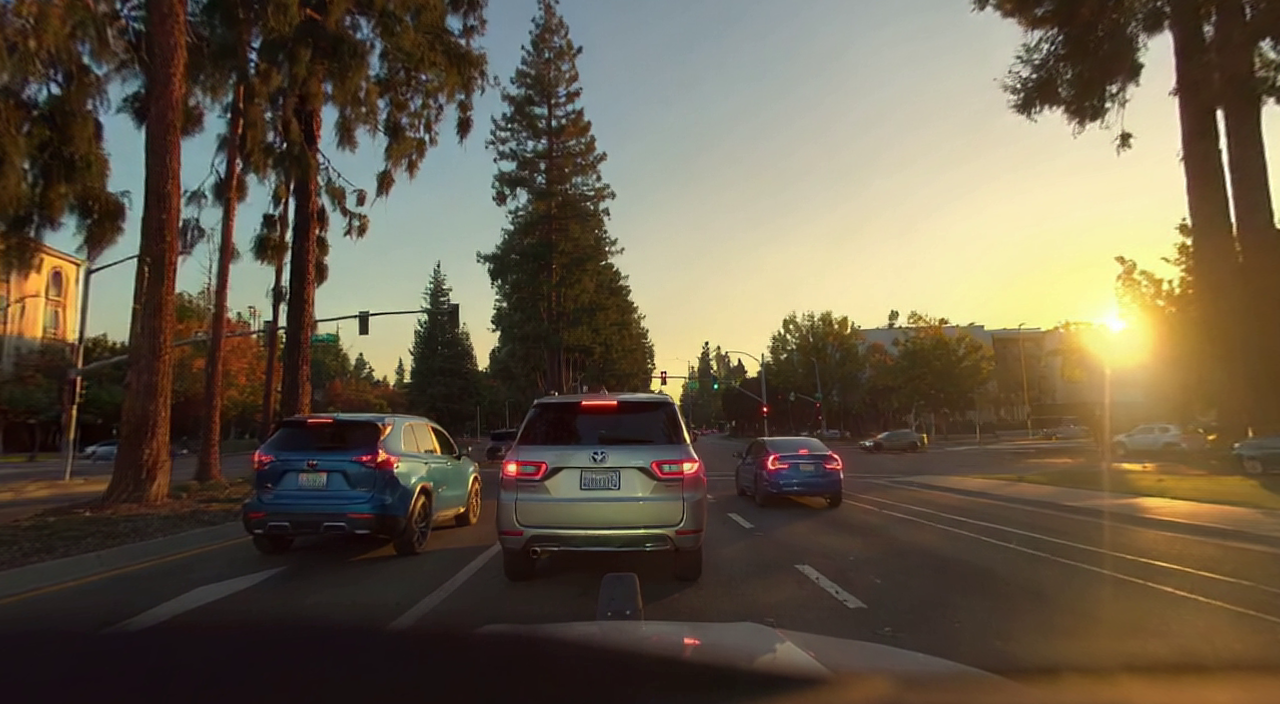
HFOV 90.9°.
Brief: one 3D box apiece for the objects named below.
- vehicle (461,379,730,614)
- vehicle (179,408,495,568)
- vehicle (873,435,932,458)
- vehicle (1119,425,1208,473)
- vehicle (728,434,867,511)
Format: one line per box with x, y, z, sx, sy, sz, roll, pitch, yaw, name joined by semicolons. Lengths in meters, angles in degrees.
-0.342;1.430;7.099;2.064;1.817;4.298;0;-8;0;vehicle
-3.718;1.763;8.966;2.160;1.666;4.583;0;-8;1;vehicle
19.996;7.193;47.928;4.361;1.653;2.034;6;-10;-35;vehicle
19.188;3.539;23.029;4.215;1.578;1.892;8;-12;-44;vehicle
3.409;2.696;14.593;2.121;1.494;4.208;0;-8;0;vehicle
